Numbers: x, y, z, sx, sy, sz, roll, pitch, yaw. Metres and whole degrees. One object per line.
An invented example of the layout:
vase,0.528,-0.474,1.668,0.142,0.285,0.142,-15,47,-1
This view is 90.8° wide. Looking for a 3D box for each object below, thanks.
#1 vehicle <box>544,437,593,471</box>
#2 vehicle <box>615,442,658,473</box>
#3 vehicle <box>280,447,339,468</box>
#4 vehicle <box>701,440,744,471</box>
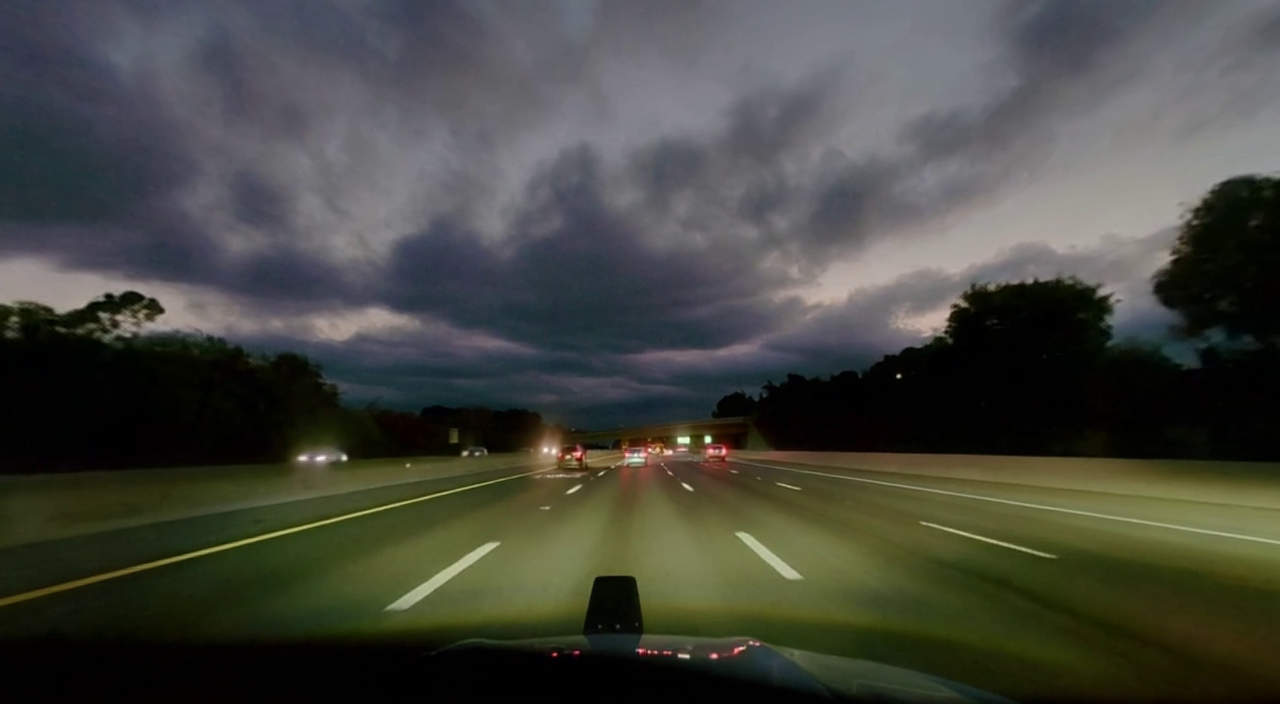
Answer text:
vehicle,-3.969,5.742,35.654,2.113,1.756,4.471,0,-8,2
vehicle,-0.148,5.390,32.466,2.075,1.486,4.007,0,-8,1
vehicle,-24.436,7.803,46.912,1.822,1.437,4.575,0,-8,1
vehicle,4.643,5.893,36.098,1.936,1.625,3.991,0,-8,1
